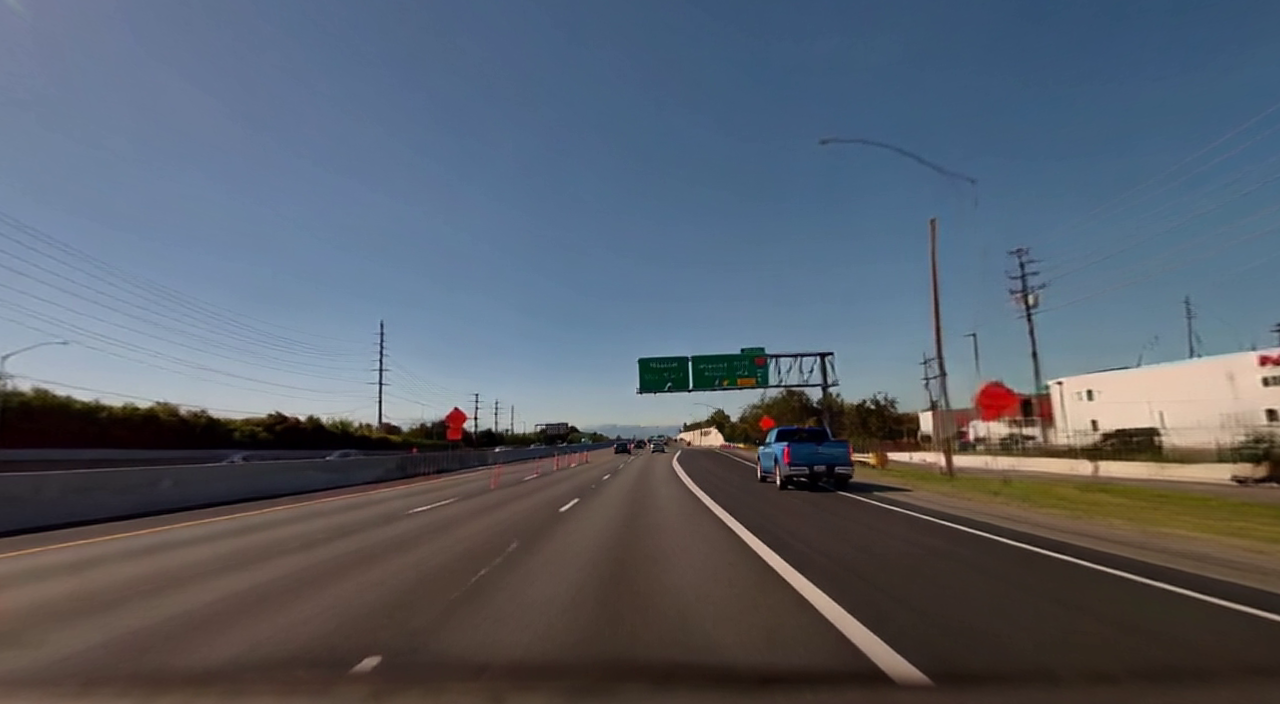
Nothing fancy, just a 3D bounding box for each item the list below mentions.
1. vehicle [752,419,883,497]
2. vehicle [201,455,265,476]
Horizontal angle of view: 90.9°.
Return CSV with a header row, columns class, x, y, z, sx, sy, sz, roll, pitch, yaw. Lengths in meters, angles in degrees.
class,x,y,z,sx,sy,sz,roll,pitch,yaw
vehicle,4.685,2.901,17.679,2.186,1.840,5.289,0,-8,1
vehicle,-31.807,8.868,49.422,1.810,1.430,4.687,0,-8,1
